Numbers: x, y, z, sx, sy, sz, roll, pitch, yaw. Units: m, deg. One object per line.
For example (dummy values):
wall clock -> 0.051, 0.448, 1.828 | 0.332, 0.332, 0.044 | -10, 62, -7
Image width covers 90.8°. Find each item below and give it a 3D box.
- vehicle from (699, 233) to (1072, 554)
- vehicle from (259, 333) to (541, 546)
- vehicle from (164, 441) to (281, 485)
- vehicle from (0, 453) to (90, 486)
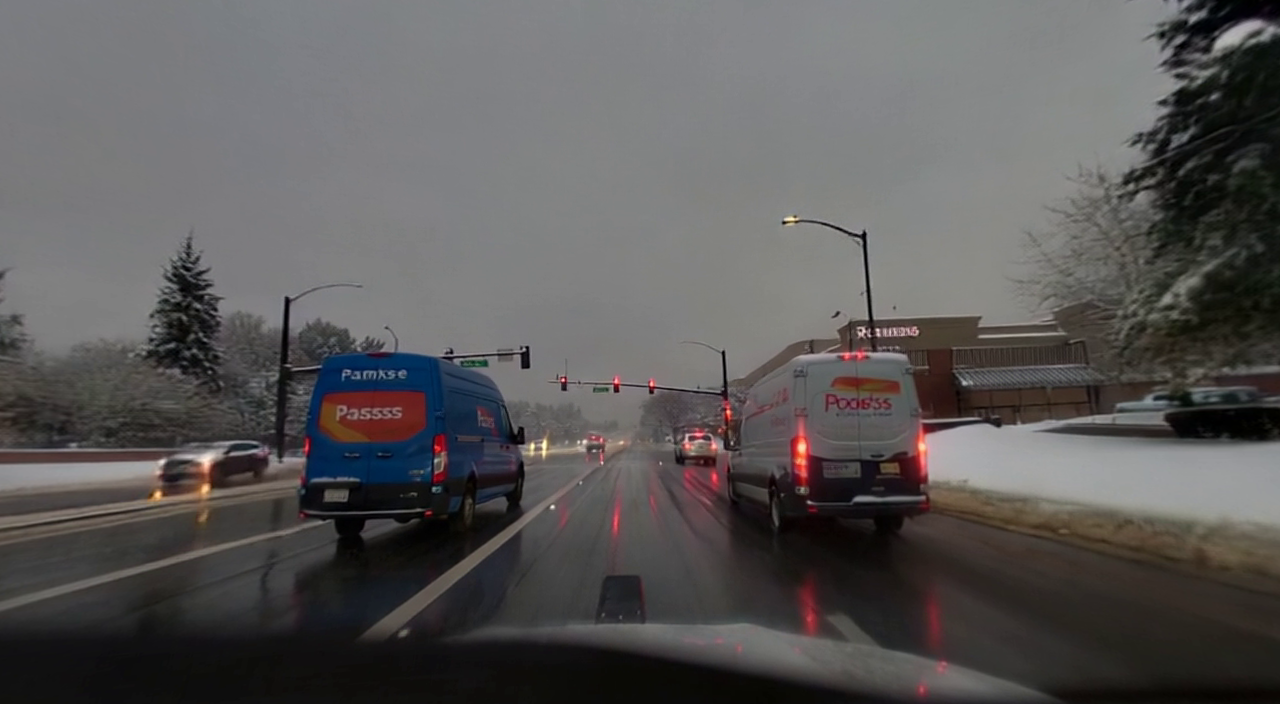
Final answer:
vehicle -> 3.083, 1.130, 11.806 | 2.861, 3.525, 9.858 | 0, -9, -1
vehicle -> -3.631, 1.611, 11.551 | 2.443, 2.784, 6.493 | 0, -9, 1
vehicle -> -18.475, 4.911, 28.302 | 2.036, 1.742, 4.756 | 0, -9, -1
vehicle -> -31.326, 5.915, 31.865 | 4.955, 1.514, 1.973 | 3, -9, -29
